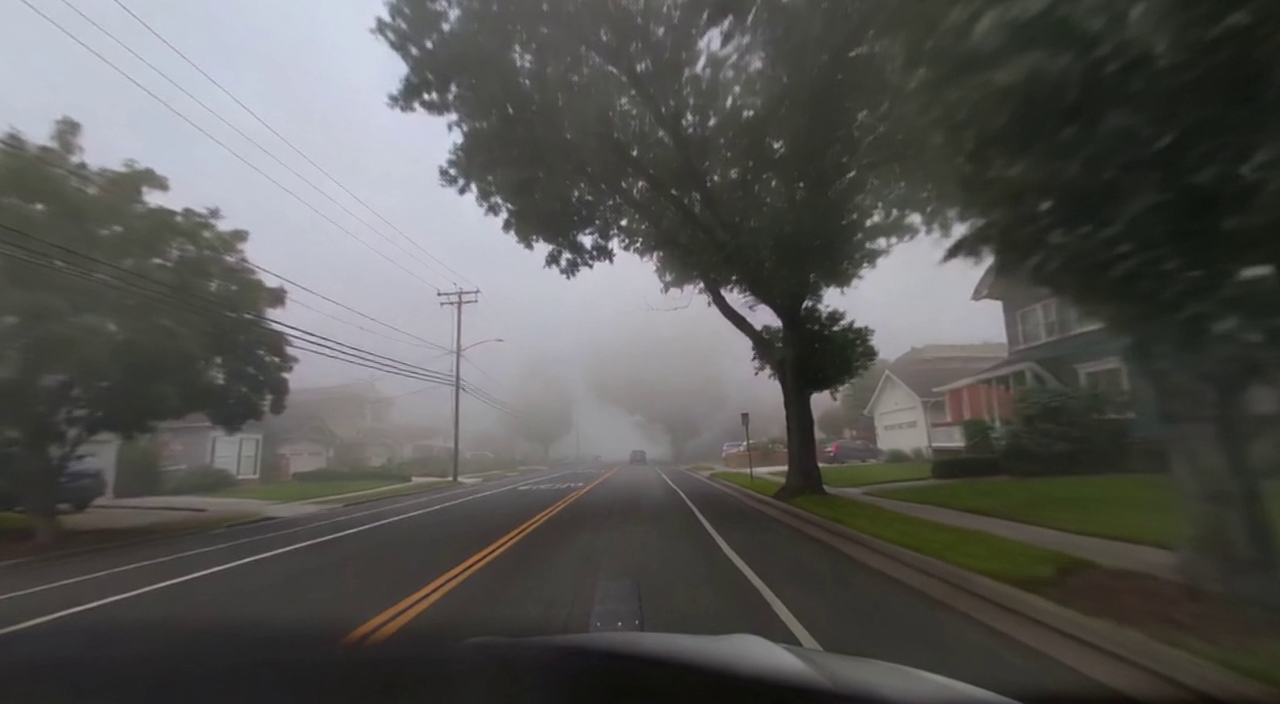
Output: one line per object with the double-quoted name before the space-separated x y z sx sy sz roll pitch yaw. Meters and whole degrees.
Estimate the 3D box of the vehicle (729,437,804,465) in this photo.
"vehicle" 8.895 7.021 44.701 4.747 1.942 2.158 0 -9 -1

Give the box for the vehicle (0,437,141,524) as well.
"vehicle" -14.715 2.889 14.428 4.662 1.832 2.063 1 -9 -4
